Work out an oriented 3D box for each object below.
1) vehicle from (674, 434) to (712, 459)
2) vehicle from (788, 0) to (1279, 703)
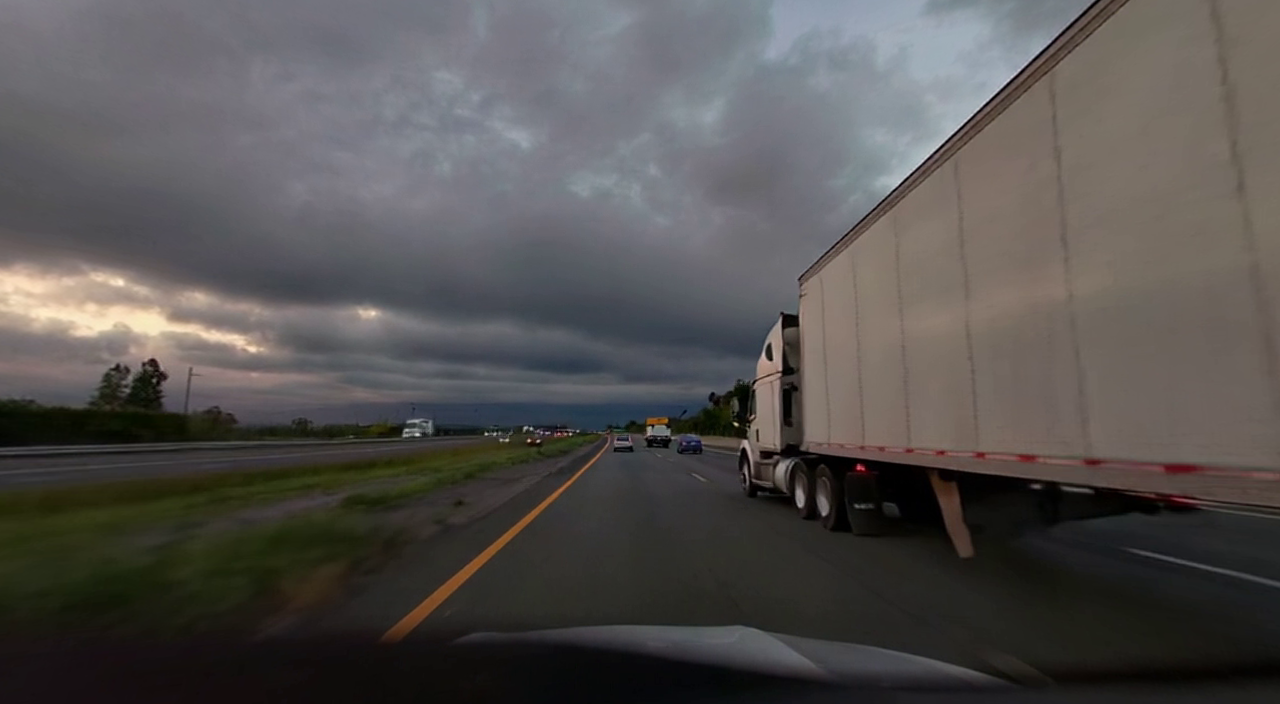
[{"bbox_3d":[3.237,5.886,39.377,1.813,1.454,4.197,0,-7,-2],"label":"vehicle"},{"bbox_3d":[4.290,-0.166,4.160,2.965,4.033,14.299,0,-7,-1],"label":"vehicle"}]
